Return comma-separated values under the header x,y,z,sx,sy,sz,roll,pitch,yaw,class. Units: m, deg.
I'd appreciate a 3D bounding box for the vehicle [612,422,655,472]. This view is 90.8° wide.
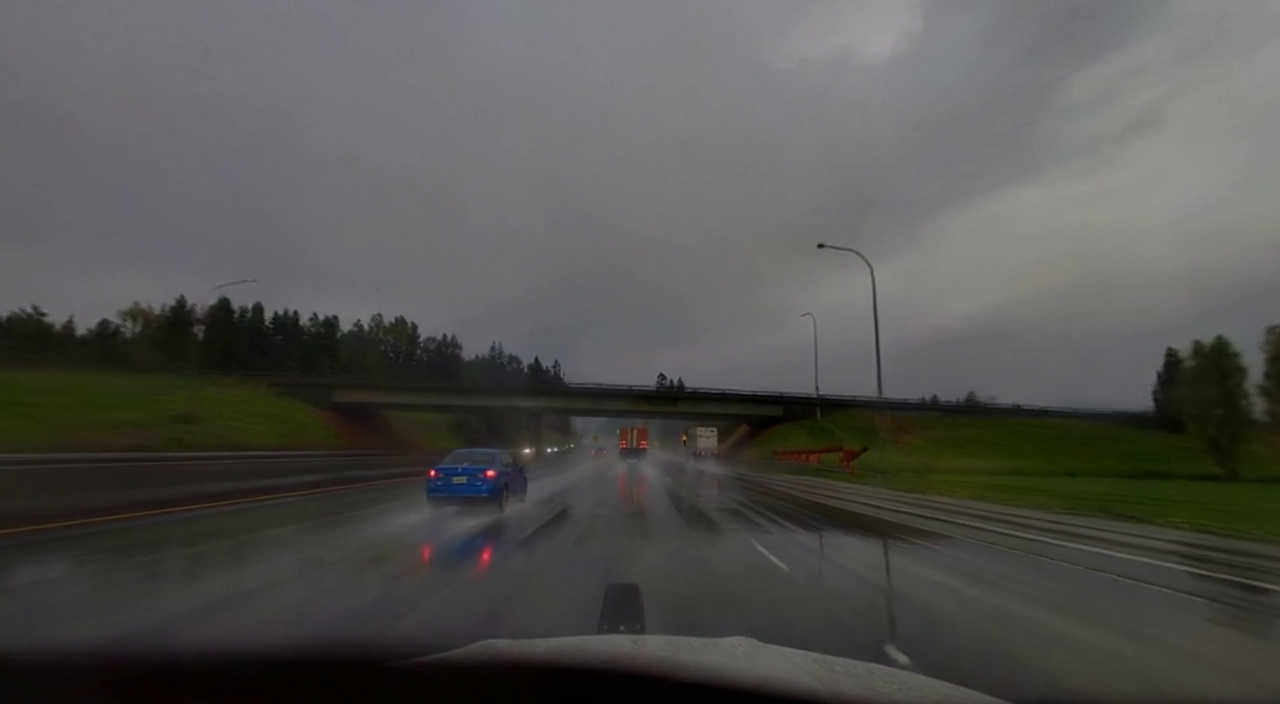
x,y,z,sx,sy,sz,roll,pitch,yaw,class
-0.440,6.462,42.742,2.672,3.056,6.900,0,-9,-1,vehicle

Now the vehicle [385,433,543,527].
x,y,z,sx,sy,sz,roll,pitch,yaw,class
-3.449,2.602,13.335,2.088,1.643,4.215,0,-9,0,vehicle
